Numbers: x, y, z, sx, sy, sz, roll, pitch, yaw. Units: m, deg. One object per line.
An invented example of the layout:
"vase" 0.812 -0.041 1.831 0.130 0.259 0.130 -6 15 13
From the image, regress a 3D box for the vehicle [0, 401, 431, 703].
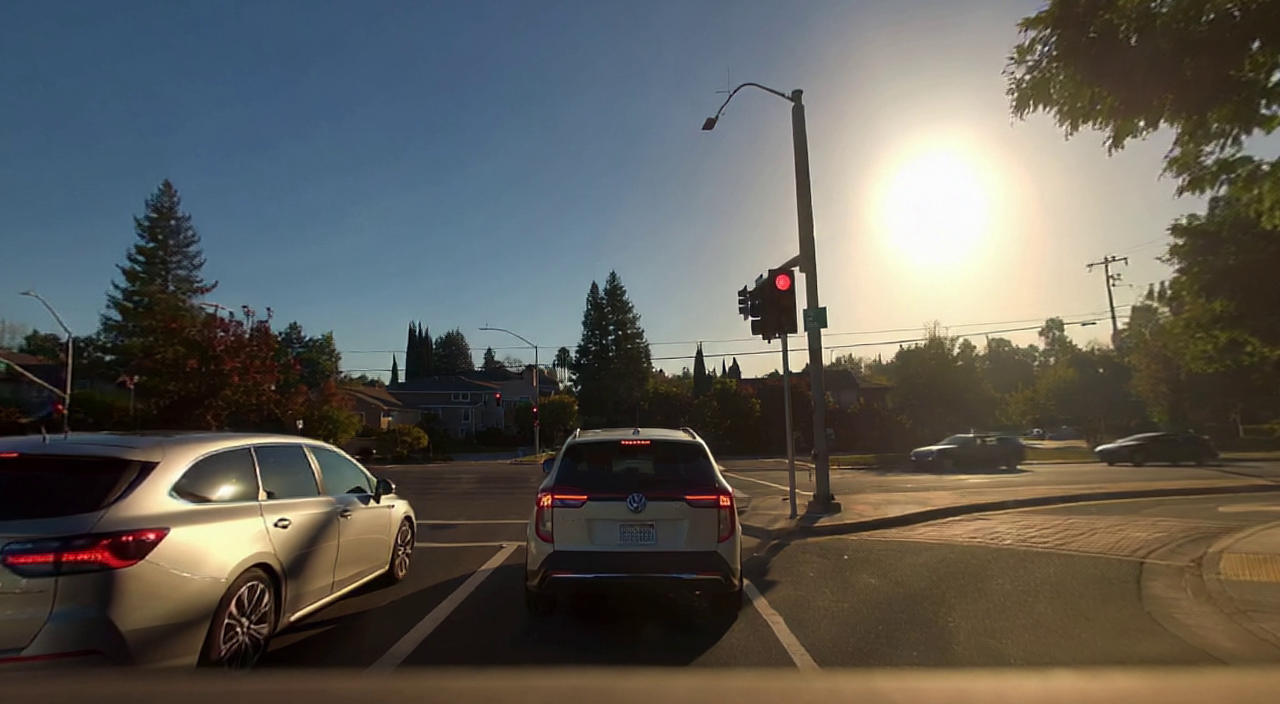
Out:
"vehicle" -3.282 1.270 4.718 2.035 1.492 4.415 0 -9 -2

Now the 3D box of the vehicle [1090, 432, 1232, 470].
"vehicle" 23.825 4.538 29.043 4.639 1.621 1.867 -1 -9 7

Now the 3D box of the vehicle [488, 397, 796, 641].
"vehicle" -0.126 1.469 6.568 2.154 1.670 4.140 1 -9 -4

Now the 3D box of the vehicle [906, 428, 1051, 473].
"vehicle" 14.109 4.145 26.637 4.887 1.769 2.035 -1 -9 6
